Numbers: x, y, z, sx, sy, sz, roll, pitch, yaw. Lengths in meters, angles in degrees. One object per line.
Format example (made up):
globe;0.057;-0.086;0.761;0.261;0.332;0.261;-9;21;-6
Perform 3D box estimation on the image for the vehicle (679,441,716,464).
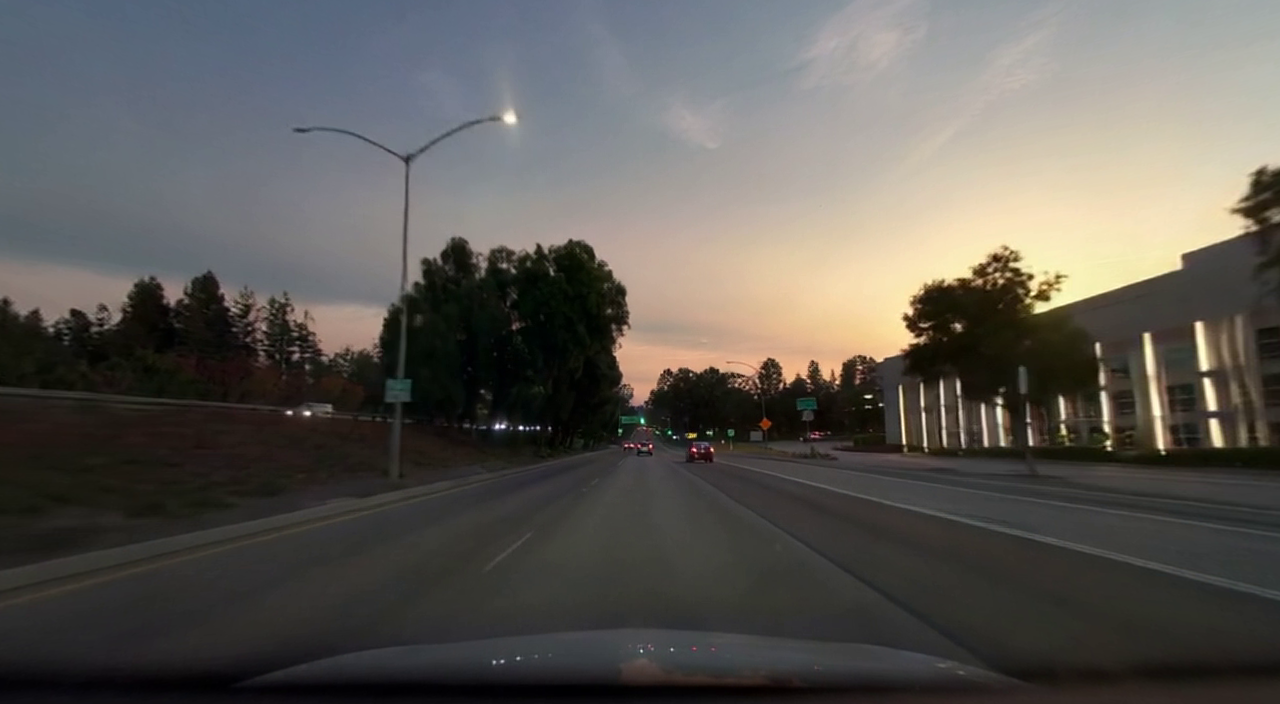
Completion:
vehicle;3.916;6.919;43.544;2.069;1.431;4.313;0;-8;-1
